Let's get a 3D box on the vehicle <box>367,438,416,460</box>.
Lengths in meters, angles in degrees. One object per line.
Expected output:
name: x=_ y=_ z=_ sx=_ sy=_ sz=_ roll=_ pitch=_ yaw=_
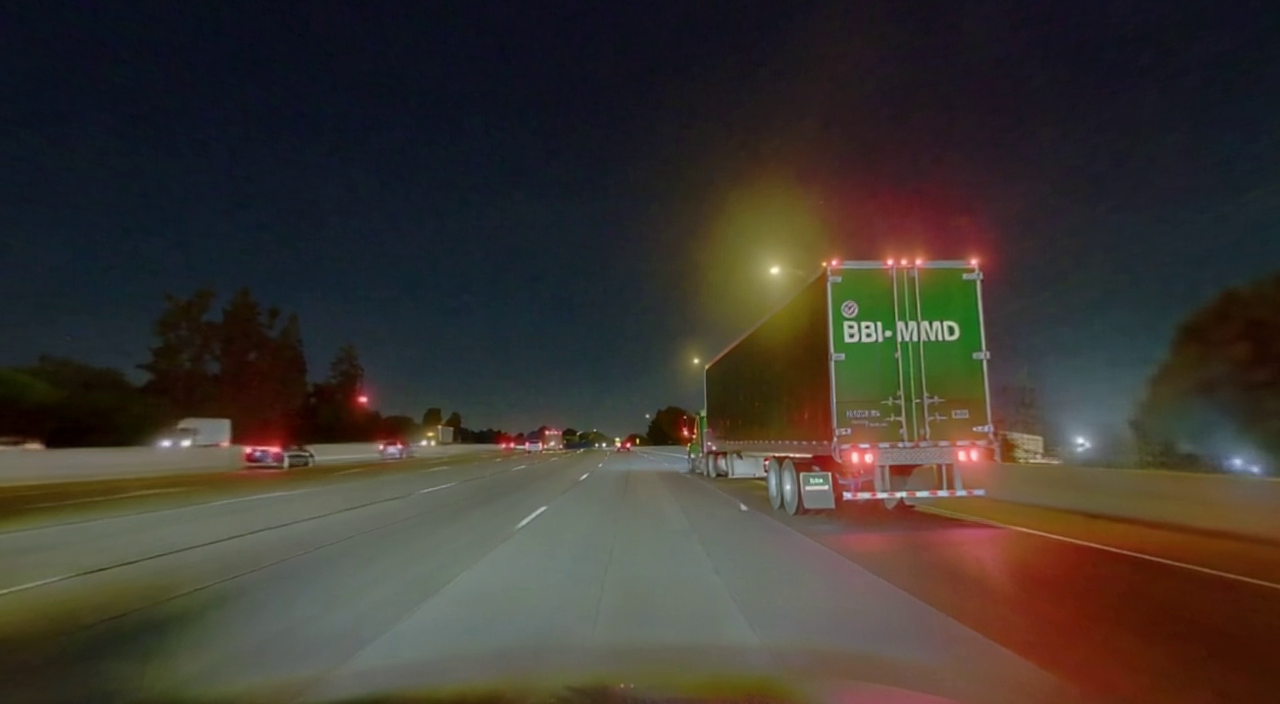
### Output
vehicle: x=-18.704 y=7.337 z=47.714 sx=1.913 sy=1.540 sz=4.540 roll=0 pitch=-8 yaw=-1

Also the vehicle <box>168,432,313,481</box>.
vehicle: x=-14.774 y=3.902 z=23.821 sx=1.970 sy=1.618 sz=5.364 roll=0 pitch=-8 yaw=0

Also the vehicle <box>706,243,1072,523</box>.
vehicle: x=4.216 y=1.469 z=16.328 sx=2.891 sy=3.944 sz=15.051 roll=0 pitch=-8 yaw=-2
